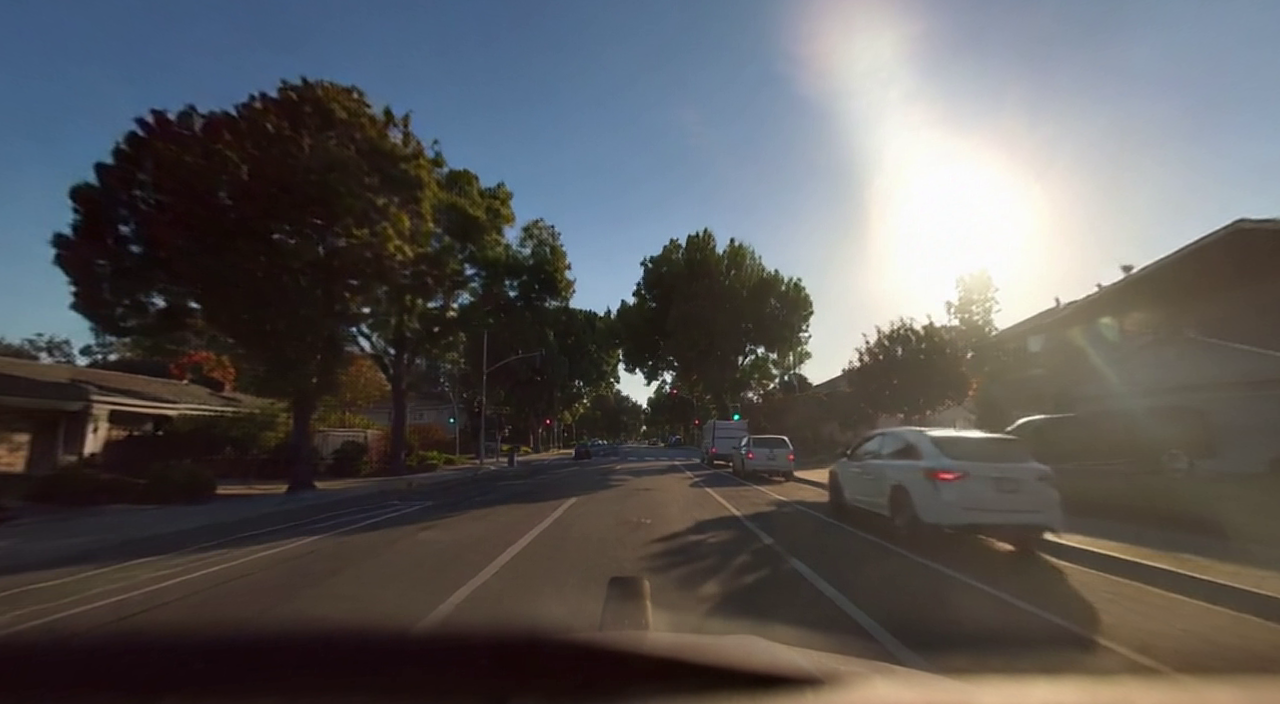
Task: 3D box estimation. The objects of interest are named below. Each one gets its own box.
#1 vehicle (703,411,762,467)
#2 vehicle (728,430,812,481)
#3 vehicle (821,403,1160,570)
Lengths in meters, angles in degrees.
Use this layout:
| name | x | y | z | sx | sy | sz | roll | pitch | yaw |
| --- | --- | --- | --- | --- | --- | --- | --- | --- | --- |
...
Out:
| name | x | y | z | sx | sy | sz | roll | pitch | yaw |
| --- | --- | --- | --- | --- | --- | --- | --- | --- | --- |
| vehicle | 4.959 | 4.790 | 34.614 | 2.398 | 2.806 | 4.857 | 0 | -8 | -1 |
| vehicle | 4.777 | 3.903 | 24.019 | 2.202 | 1.712 | 4.813 | 0 | -8 | 0 |
| vehicle | 4.599 | 1.844 | 9.490 | 2.279 | 1.829 | 4.859 | 0 | -8 | 0 |
